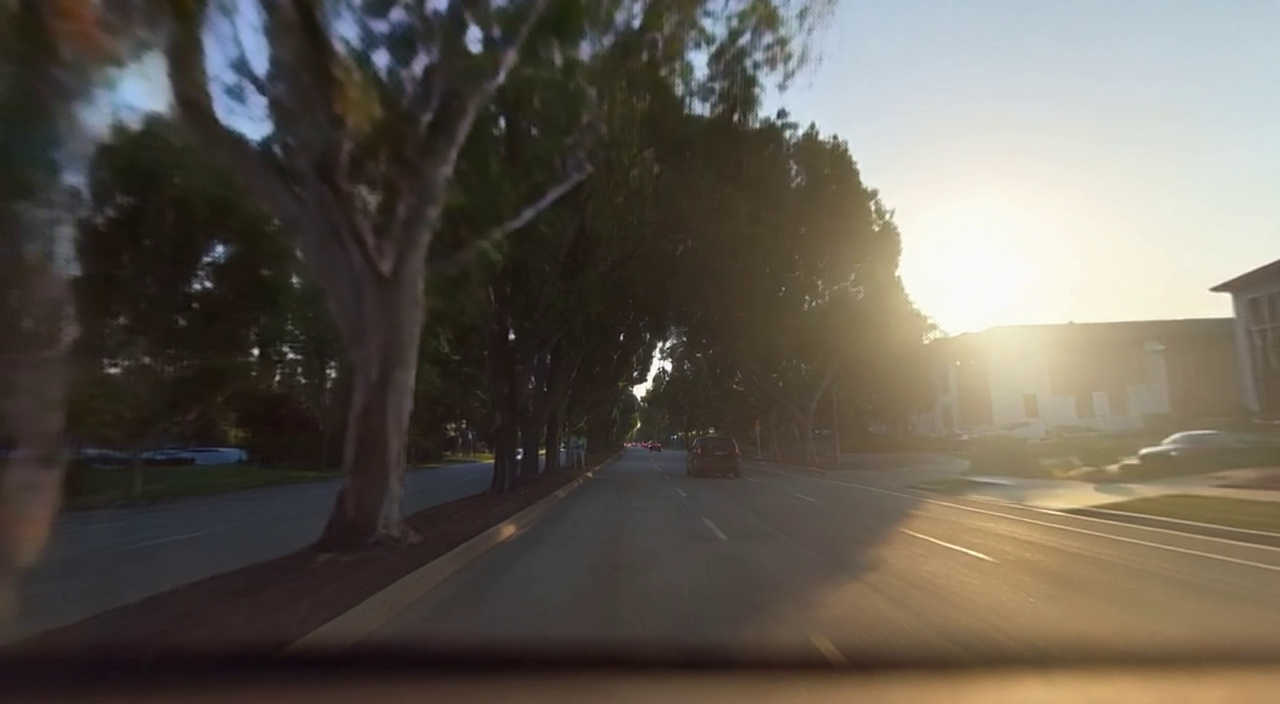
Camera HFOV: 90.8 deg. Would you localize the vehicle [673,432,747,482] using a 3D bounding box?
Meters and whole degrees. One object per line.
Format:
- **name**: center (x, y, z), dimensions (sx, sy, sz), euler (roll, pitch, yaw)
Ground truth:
- **vehicle**: center (2.590, 4.035, 24.638), dimensions (2.240, 1.740, 4.605), euler (0, -8, -2)
